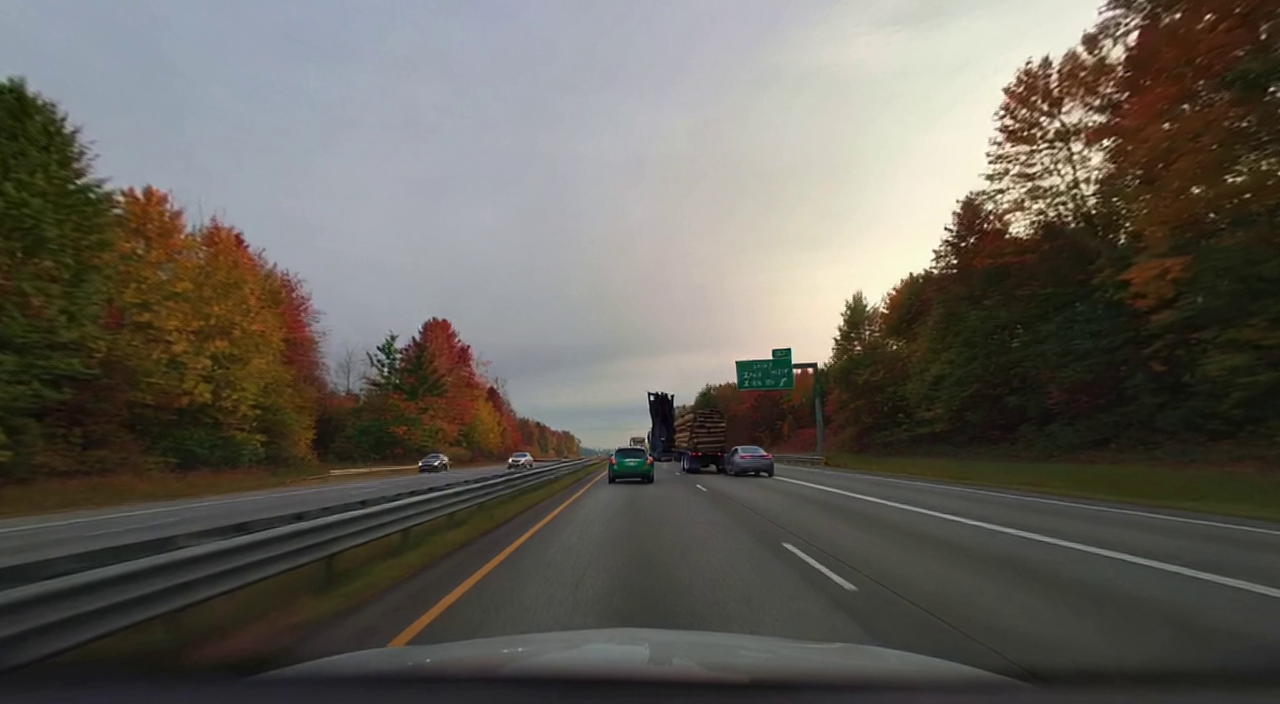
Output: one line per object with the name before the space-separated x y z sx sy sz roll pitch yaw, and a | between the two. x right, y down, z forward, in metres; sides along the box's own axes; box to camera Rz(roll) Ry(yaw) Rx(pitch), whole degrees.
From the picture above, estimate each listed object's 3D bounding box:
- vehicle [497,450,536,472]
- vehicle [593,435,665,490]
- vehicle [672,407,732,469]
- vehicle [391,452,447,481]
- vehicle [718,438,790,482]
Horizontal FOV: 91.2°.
vehicle | -9.143 8.089 46.784 1.999 1.498 4.105 -1 -9 1
vehicle | -0.387 3.795 21.869 2.263 1.699 3.936 0 -9 -1
vehicle | 4.224 6.166 44.603 3.125 3.895 8.461 0 -9 -2
vehicle | -13.718 7.098 39.108 1.965 1.625 4.309 0 -9 -1
vehicle | 4.612 4.445 26.050 2.057 1.660 4.525 0 -9 -1
